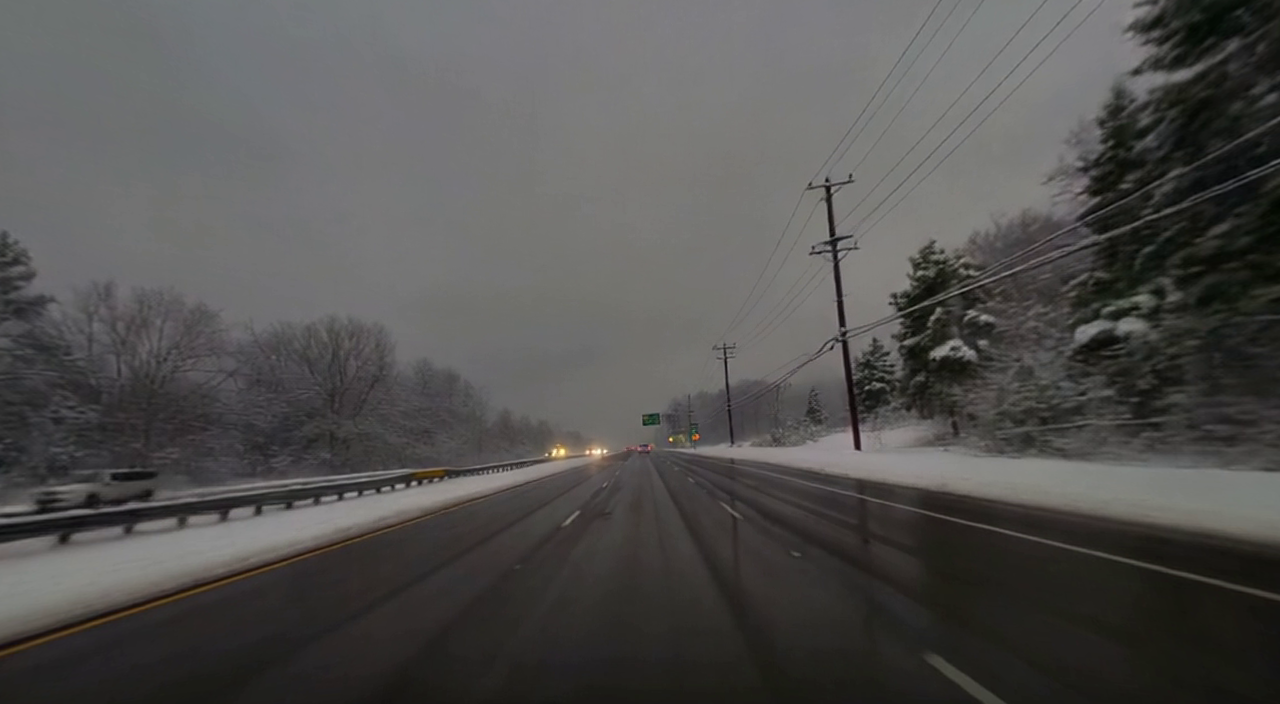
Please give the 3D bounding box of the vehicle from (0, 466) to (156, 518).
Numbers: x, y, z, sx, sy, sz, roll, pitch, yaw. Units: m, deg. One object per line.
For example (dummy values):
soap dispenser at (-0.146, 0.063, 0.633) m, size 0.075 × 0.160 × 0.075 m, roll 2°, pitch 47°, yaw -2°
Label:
vehicle at (-20.669, 5.031, 23.116) m, size 1.873 × 1.536 × 4.963 m, roll -1°, pitch -9°, yaw 1°
